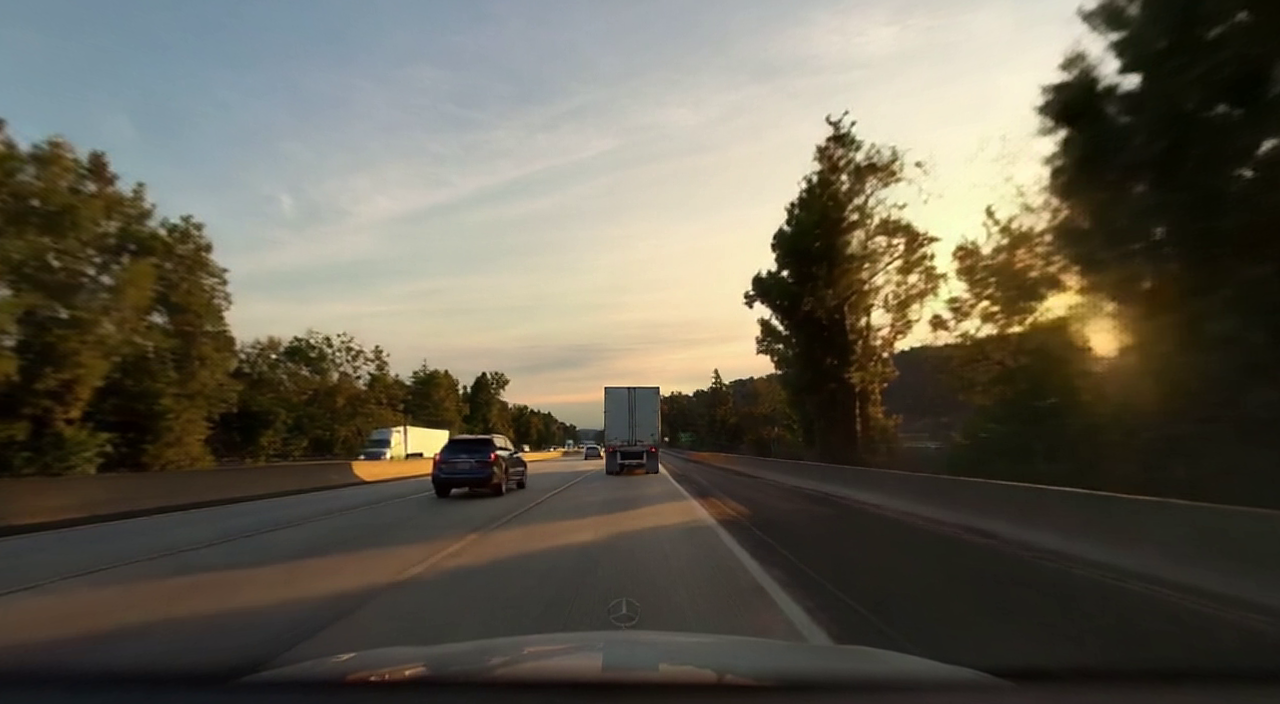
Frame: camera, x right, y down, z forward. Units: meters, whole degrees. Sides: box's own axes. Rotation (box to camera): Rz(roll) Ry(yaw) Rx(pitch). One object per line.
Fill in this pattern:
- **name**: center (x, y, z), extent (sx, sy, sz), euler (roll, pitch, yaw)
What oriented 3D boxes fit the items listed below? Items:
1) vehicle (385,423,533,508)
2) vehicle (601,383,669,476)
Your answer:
- **vehicle**: center (-4.380, 2.852, 16.311), extent (2.285, 1.833, 4.984), euler (0, -8, 1)
- **vehicle**: center (-0.246, 4.292, 33.974), extent (3.052, 4.132, 11.336), euler (0, -8, 0)
